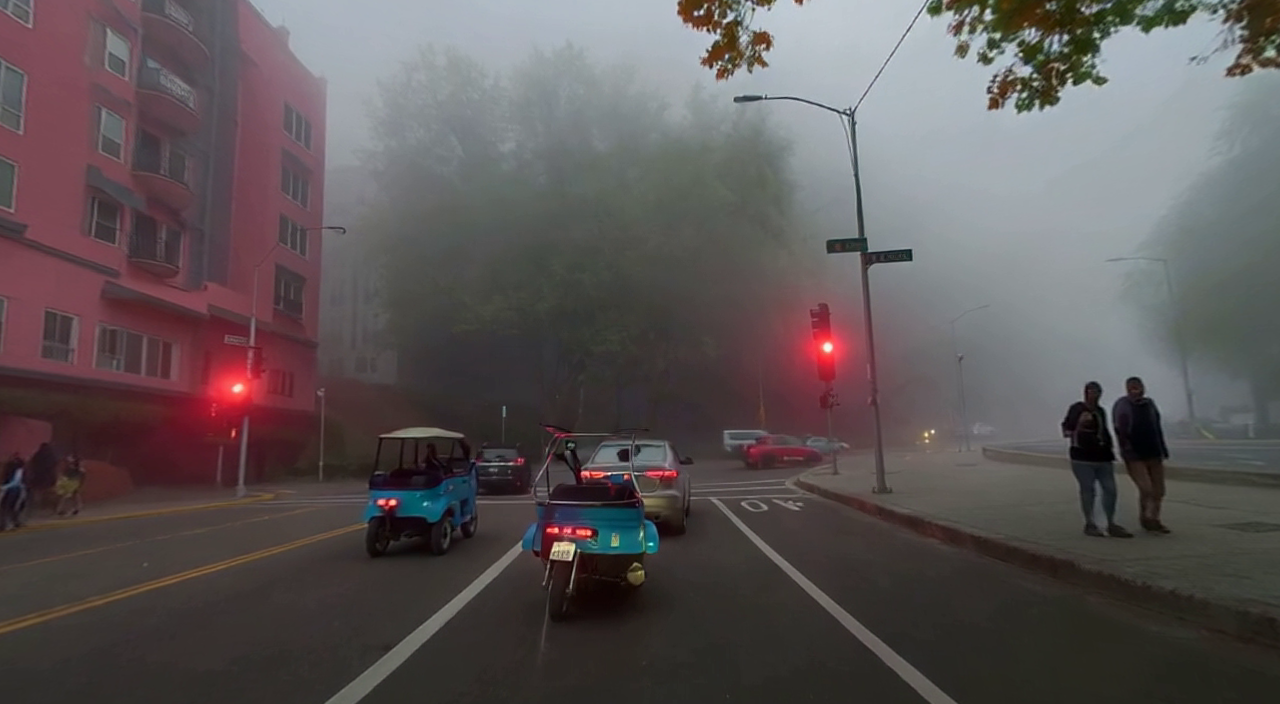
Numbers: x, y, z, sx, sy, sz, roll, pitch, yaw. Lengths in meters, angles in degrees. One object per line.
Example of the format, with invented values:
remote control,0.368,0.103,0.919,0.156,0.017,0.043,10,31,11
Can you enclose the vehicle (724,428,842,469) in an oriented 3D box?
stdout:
vehicle,6.746,4.585,29.906,5.226,1.840,2.016,-3,-9,15

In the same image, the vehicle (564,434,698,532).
vehicle,-0.098,2.298,11.619,2.025,1.458,4.085,-1,-9,1

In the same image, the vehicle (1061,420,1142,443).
vehicle,30.805,5.343,42.143,1.751,1.420,4.027,8,-12,-43

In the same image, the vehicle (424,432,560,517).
vehicle,-3.142,2.696,14.341,1.935,1.615,4.073,-1,-9,2
